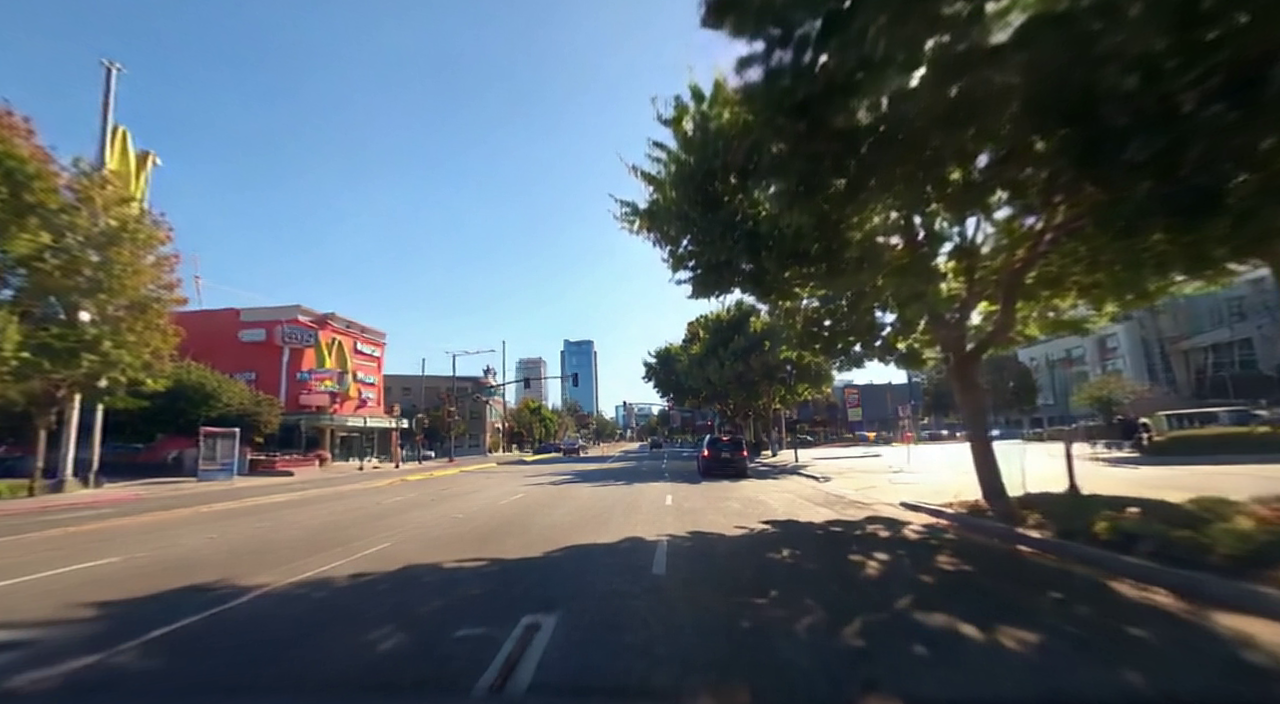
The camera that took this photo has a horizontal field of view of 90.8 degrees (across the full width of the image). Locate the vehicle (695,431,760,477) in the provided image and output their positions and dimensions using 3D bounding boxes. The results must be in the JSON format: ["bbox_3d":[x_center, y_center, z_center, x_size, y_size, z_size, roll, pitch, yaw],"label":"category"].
[{"bbox_3d":[3.388,4.060,25.312,2.230,1.683,4.204,-1,-8,3],"label":"vehicle"}]
